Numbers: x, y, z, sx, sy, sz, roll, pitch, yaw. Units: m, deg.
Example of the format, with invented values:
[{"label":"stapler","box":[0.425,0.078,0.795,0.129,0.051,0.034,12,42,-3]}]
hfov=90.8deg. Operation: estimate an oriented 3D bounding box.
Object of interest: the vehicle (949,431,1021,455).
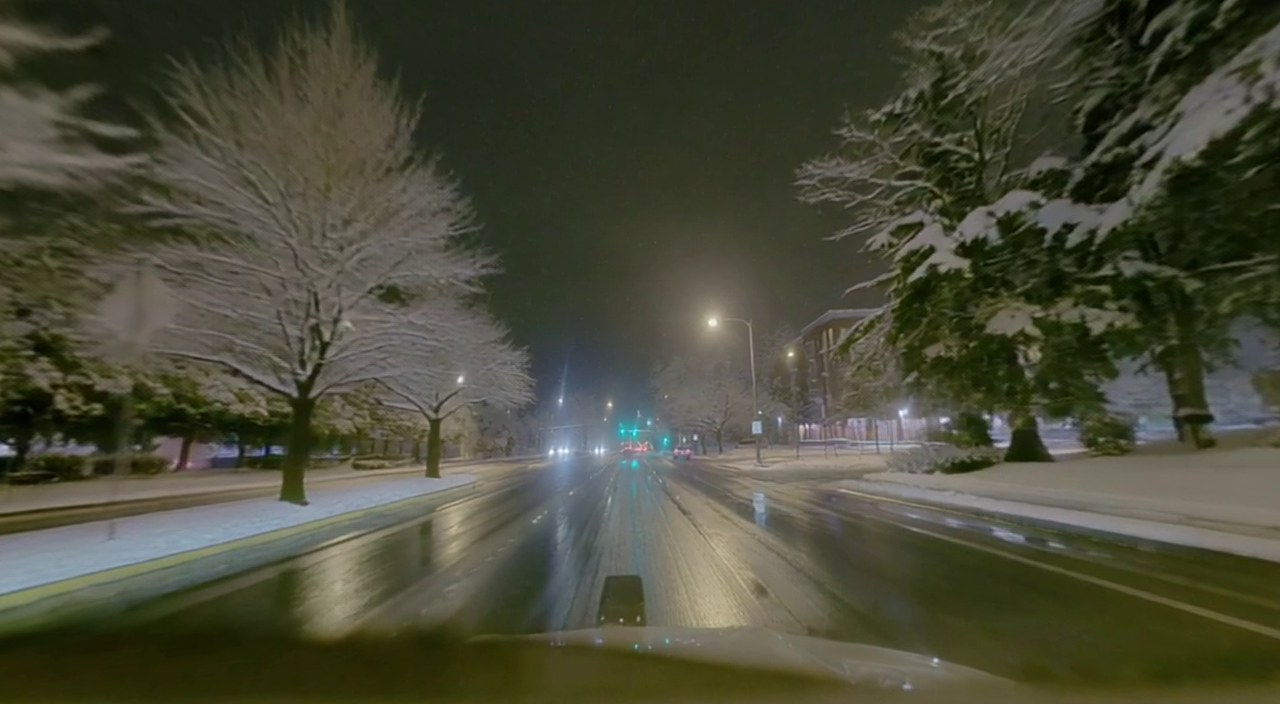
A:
[{"label":"vehicle","box":[22.197,5.923,40.864,1.834,1.444,4.703,0,-8,-2]}]
